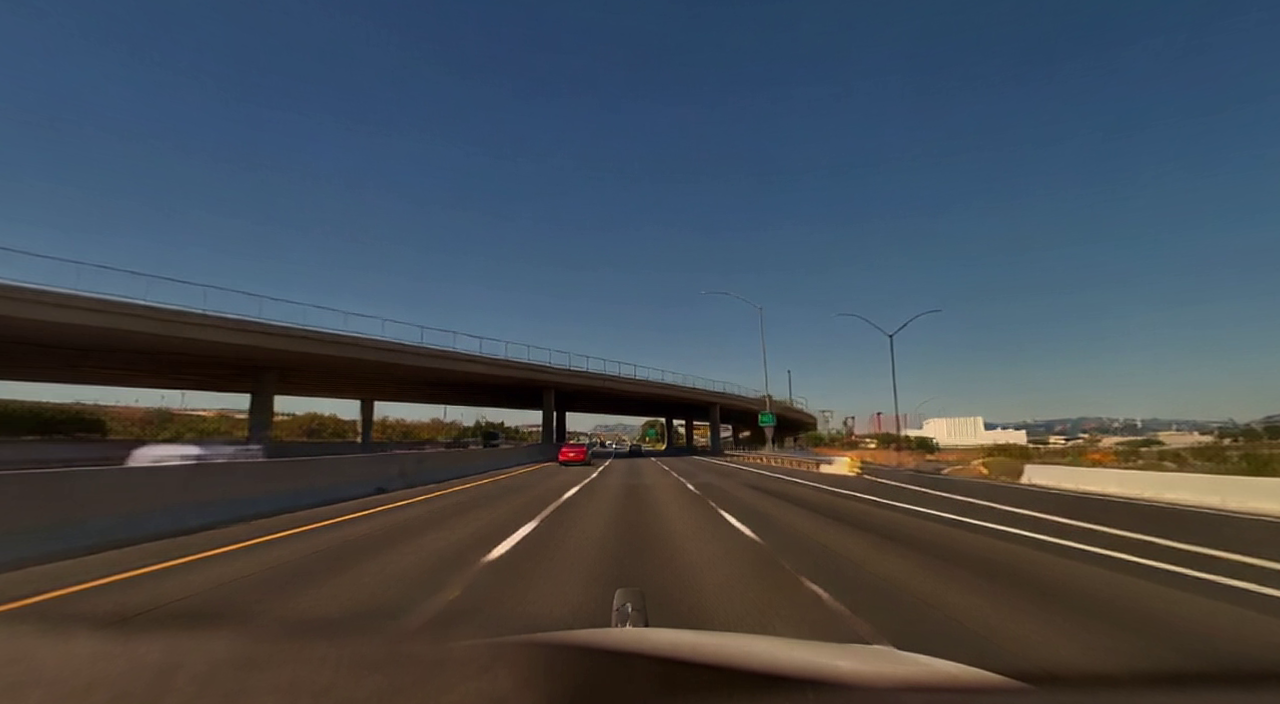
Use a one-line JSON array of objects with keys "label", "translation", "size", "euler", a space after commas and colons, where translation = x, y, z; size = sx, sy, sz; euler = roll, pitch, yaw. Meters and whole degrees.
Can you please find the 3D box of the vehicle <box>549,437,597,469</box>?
[{"label": "vehicle", "translation": [-3.620, 5.586, 34.929], "size": [2.160, 1.608, 5.012], "euler": [0, -8, 0]}]
